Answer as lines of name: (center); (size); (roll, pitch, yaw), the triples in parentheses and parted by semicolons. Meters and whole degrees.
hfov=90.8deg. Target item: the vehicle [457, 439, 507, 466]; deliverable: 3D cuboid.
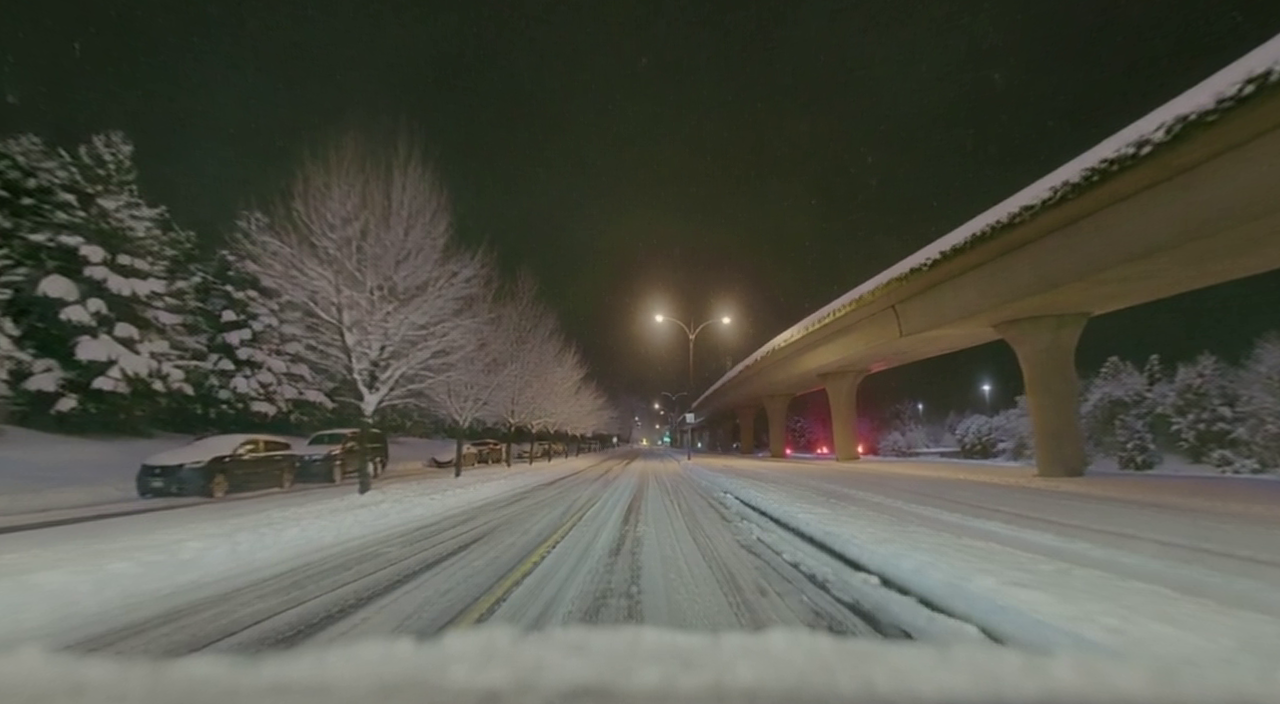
vehicle: (-12.169, 7.758, 48.949); (2.064, 1.809, 5.545); (3, -8, 3)

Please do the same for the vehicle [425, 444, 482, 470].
vehicle: (-12.600, 7.110, 43.015); (2.156, 1.489, 4.758); (5, -8, 2)

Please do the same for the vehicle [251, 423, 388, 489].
vehicle: (-13.094, 4.310, 26.534); (2.307, 2.349, 6.335); (2, -8, 1)

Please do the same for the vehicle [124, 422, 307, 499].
vehicle: (-13.073, 3.393, 20.051); (2.136, 2.016, 5.354); (2, -9, -2)
